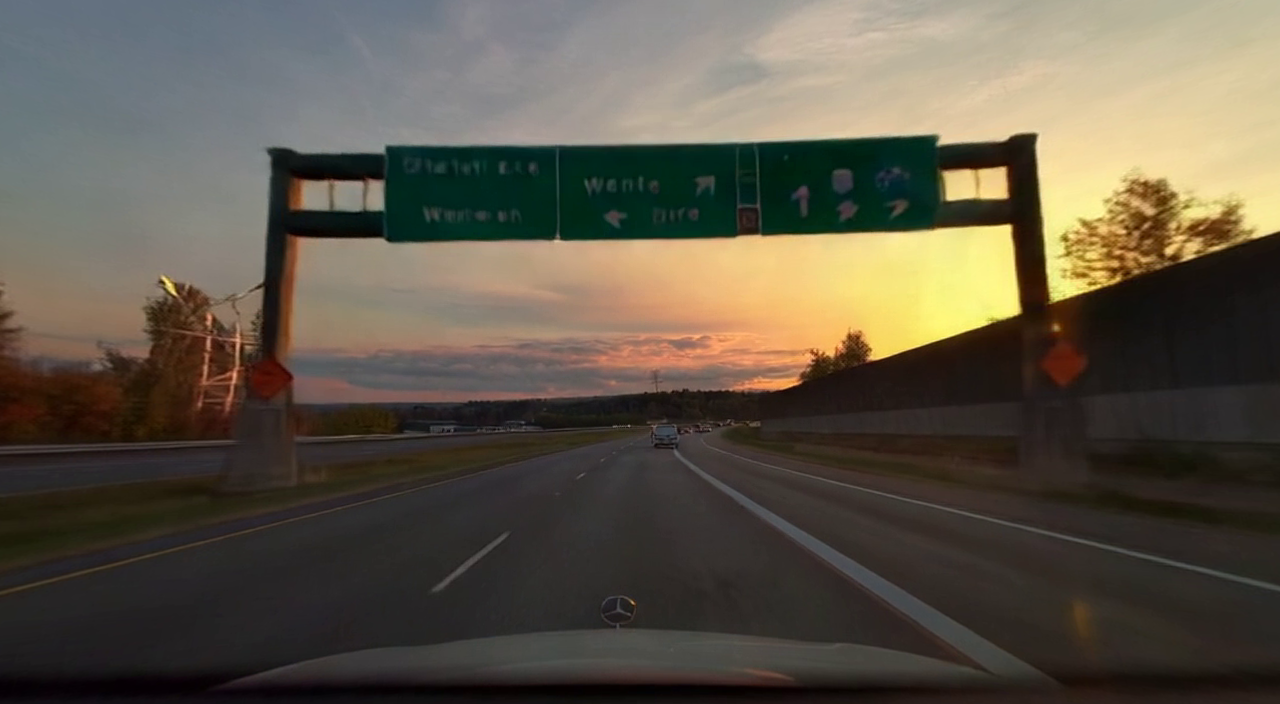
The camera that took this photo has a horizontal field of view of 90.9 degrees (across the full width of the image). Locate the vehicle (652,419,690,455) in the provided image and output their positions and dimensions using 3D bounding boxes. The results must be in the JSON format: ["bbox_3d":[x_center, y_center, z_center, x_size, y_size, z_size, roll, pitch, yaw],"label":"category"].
[{"bbox_3d":[2.077,5.845,43.471,2.450,2.314,4.753,0,-8,2],"label":"vehicle"}]
